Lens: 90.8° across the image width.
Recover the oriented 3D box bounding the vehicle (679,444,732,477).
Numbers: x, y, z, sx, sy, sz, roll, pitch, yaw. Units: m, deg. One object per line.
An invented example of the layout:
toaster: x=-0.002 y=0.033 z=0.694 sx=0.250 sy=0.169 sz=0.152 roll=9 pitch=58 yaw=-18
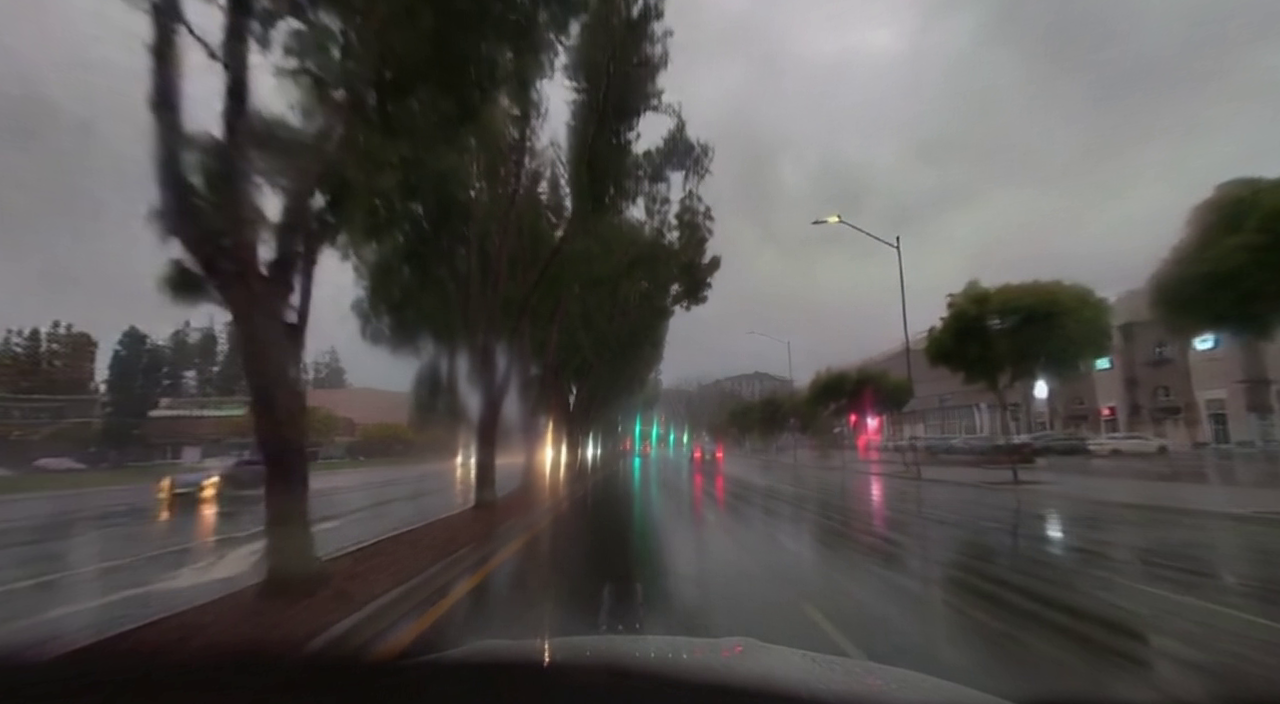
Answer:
vehicle: x=3.086 y=5.203 z=30.622 sx=1.983 sy=1.482 sz=4.463 roll=0 pitch=-9 yaw=-1

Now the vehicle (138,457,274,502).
vehicle: x=-16.335 y=4.786 z=24.134 sx=1.944 sy=1.482 sz=4.504 roll=0 pitch=-9 yaw=0
